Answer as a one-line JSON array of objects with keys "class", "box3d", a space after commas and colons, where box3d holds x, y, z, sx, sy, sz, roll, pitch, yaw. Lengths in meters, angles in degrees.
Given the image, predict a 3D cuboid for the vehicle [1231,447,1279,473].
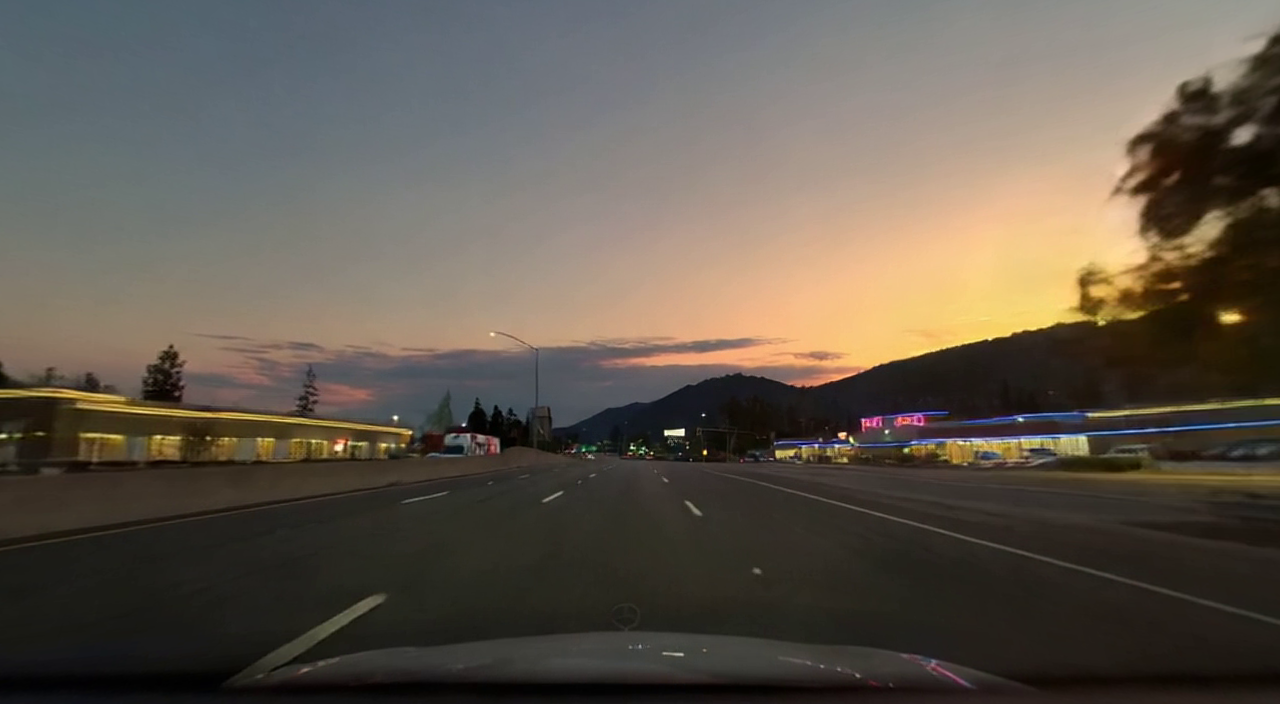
[{"class": "vehicle", "box3d": [48.994, 8.478, 49.680, 4.921, 1.874, 2.253, 6, -11, -35]}]
